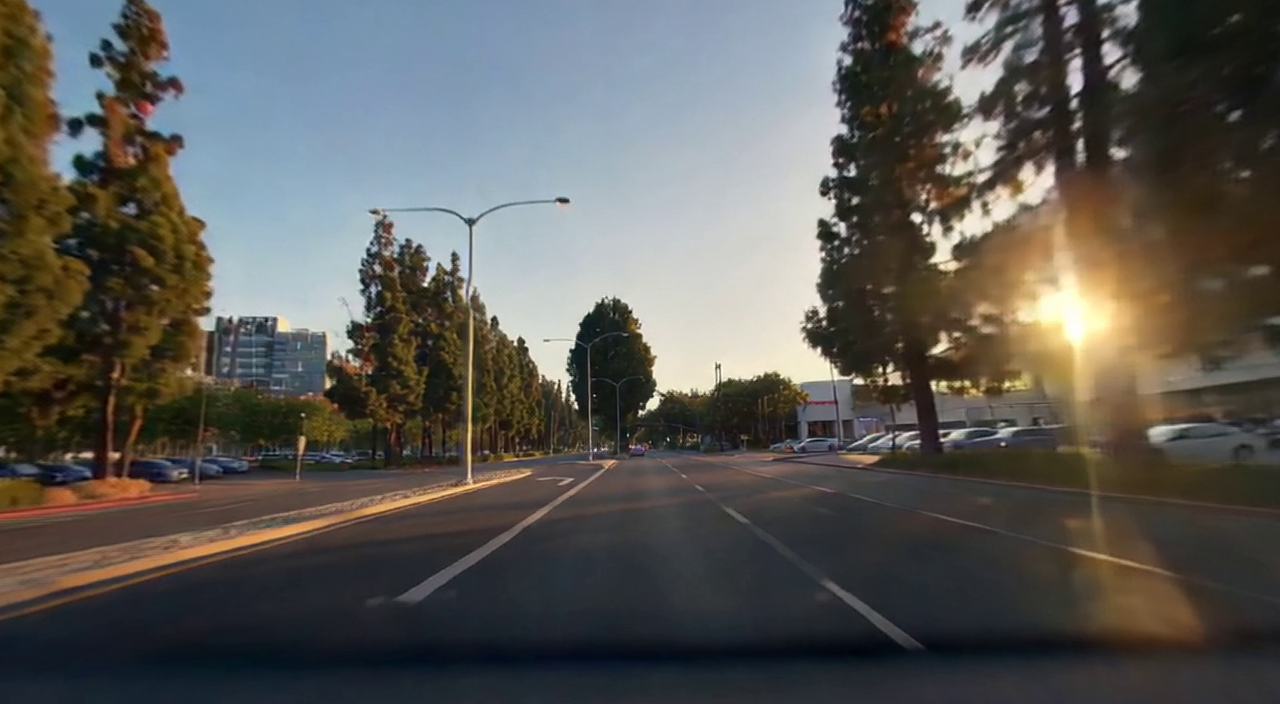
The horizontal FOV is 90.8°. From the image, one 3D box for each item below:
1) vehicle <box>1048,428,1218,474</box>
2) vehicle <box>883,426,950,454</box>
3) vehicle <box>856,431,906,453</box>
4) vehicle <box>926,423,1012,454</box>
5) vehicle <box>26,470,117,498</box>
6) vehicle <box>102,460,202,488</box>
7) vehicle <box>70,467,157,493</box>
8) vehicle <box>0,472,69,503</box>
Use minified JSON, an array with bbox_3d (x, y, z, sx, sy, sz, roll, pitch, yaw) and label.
[{"bbox_3d":[17.247,3.510,22.487,1.974,1.446,4.614,1,-8,-7],"label":"vehicle"},{"bbox_3d":[17.715,5.724,40.707,1.912,1.646,4.870,-1,-9,-2],"label":"vehicle"},{"bbox_3d":[17.522,6.618,46.181,1.841,1.471,4.367,-2,-9,0],"label":"vehicle"},{"bbox_3d":[18.203,4.842,35.240,1.890,1.612,4.797,0,-8,-4],"label":"vehicle"},{"bbox_3d":[-30.234,7.023,33.665,3.332,1.364,1.702,-1,-8,6],"label":"vehicle"},{"bbox_3d":[-30.150,7.521,39.083,4.676,1.607,1.852,-1,-8,3],"label":"vehicle"},{"bbox_3d":[-30.076,7.319,36.139,3.458,1.381,1.730,-1,-8,3],"label":"vehicle"},{"bbox_3d":[-30.497,6.677,31.068,3.274,1.345,1.688,-3,-9,3],"label":"vehicle"}]
